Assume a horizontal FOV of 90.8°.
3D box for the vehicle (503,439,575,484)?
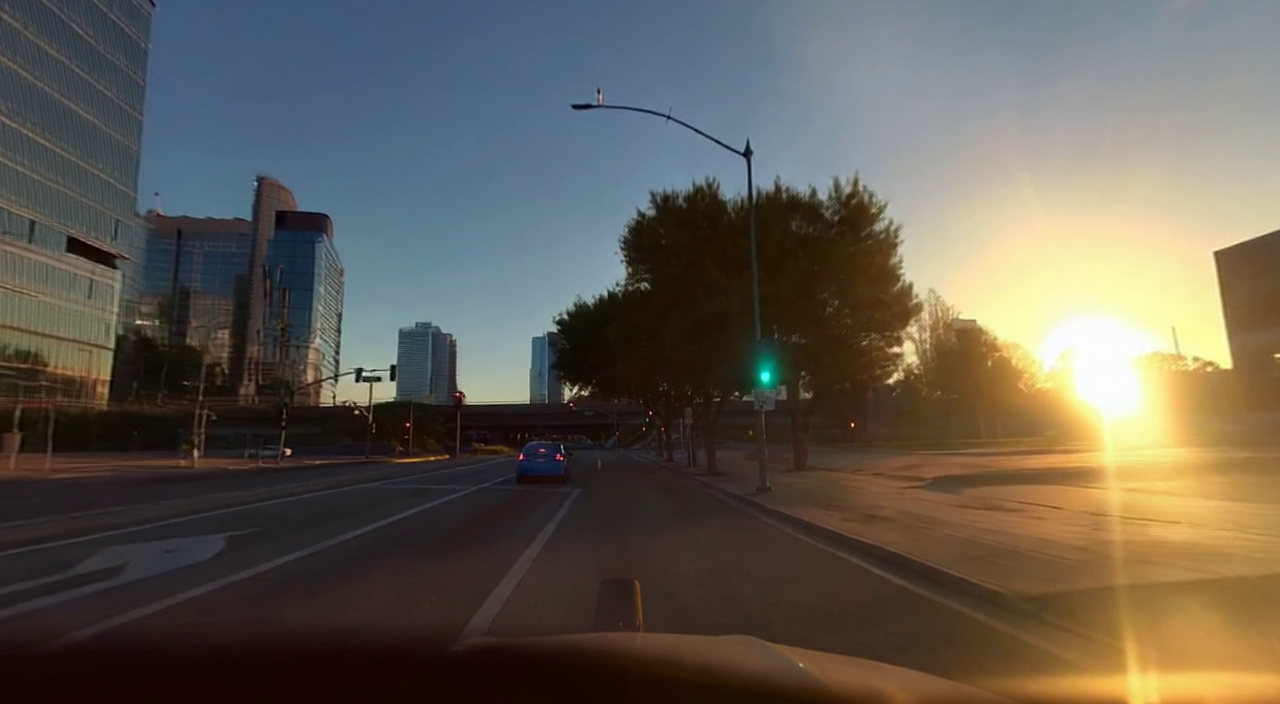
[{"bbox_3d":[-3.634,4.033,23.514,2.154,1.465,4.532,1,-9,-3],"label":"vehicle"}]
